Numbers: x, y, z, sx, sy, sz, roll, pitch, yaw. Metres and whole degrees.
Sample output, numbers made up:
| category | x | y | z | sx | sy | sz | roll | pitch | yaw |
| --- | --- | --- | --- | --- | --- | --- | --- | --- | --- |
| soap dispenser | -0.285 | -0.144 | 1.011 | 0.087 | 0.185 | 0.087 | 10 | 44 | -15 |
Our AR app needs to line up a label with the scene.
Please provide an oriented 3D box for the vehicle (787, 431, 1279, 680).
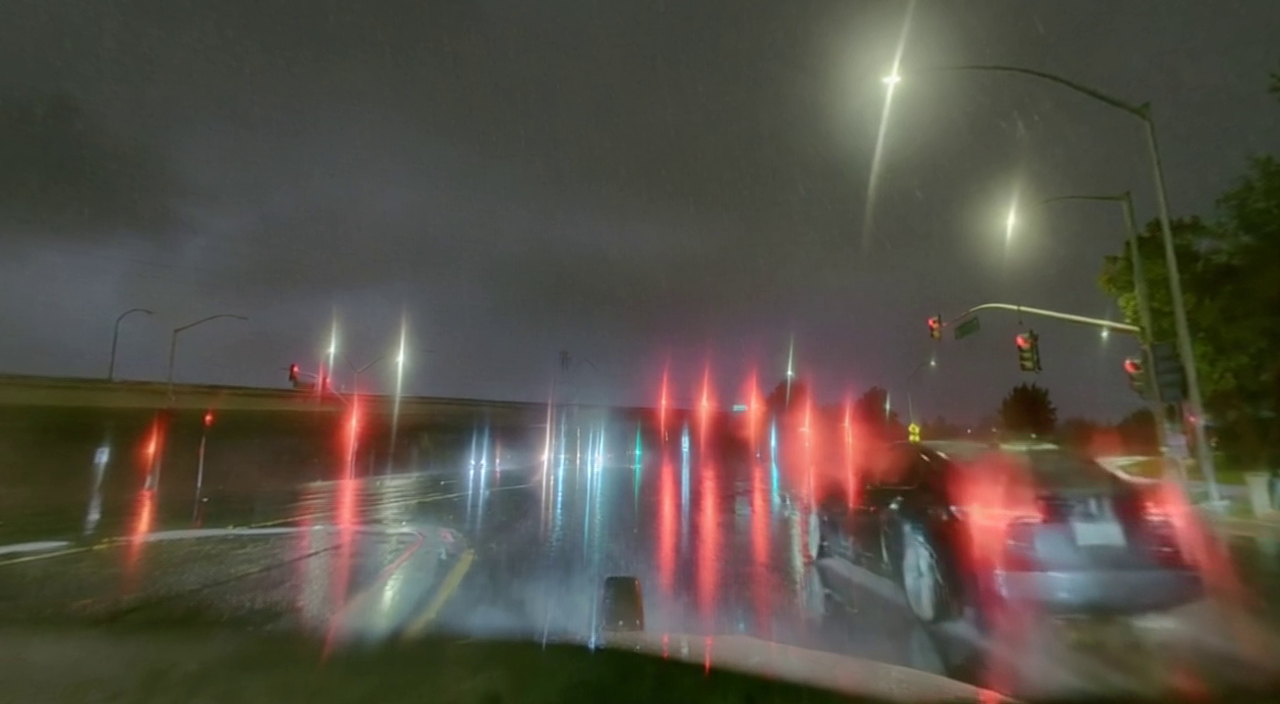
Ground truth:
| category | x | y | z | sx | sy | sz | roll | pitch | yaw |
| --- | --- | --- | --- | --- | --- | --- | --- | --- | --- |
| vehicle | 2.905 | 1.533 | 6.008 | 1.909 | 1.425 | 4.521 | 0 | -9 | 0 |
